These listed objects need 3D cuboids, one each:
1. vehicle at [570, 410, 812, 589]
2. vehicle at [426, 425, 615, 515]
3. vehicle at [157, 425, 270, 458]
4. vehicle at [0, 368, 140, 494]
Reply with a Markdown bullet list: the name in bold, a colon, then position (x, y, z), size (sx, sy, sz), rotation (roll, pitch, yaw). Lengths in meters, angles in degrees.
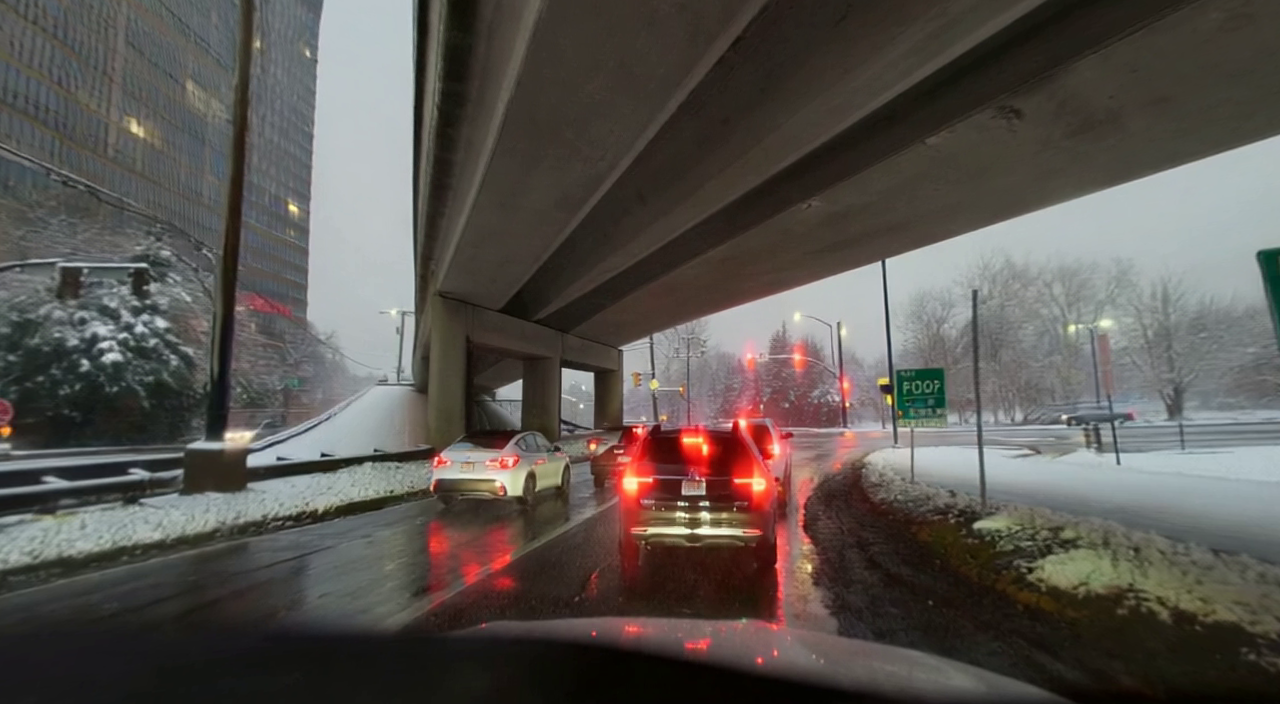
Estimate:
- **vehicle**: position (0.774, 1.648, 7.963), size (2.195, 1.571, 4.353), rotation (-2, -8, 9)
- **vehicle**: position (-2.221, 2.400, 13.391), size (2.214, 1.519, 4.704), rotation (-2, -9, 13)
- **vehicle**: position (-27.325, 5.764, 40.608), size (5.457, 2.021, 2.213), rotation (2, -9, -14)
- **vehicle**: position (-24.255, 2.789, 19.861), size (13.064, 3.755, 3.269), rotation (-2, -8, -13)
